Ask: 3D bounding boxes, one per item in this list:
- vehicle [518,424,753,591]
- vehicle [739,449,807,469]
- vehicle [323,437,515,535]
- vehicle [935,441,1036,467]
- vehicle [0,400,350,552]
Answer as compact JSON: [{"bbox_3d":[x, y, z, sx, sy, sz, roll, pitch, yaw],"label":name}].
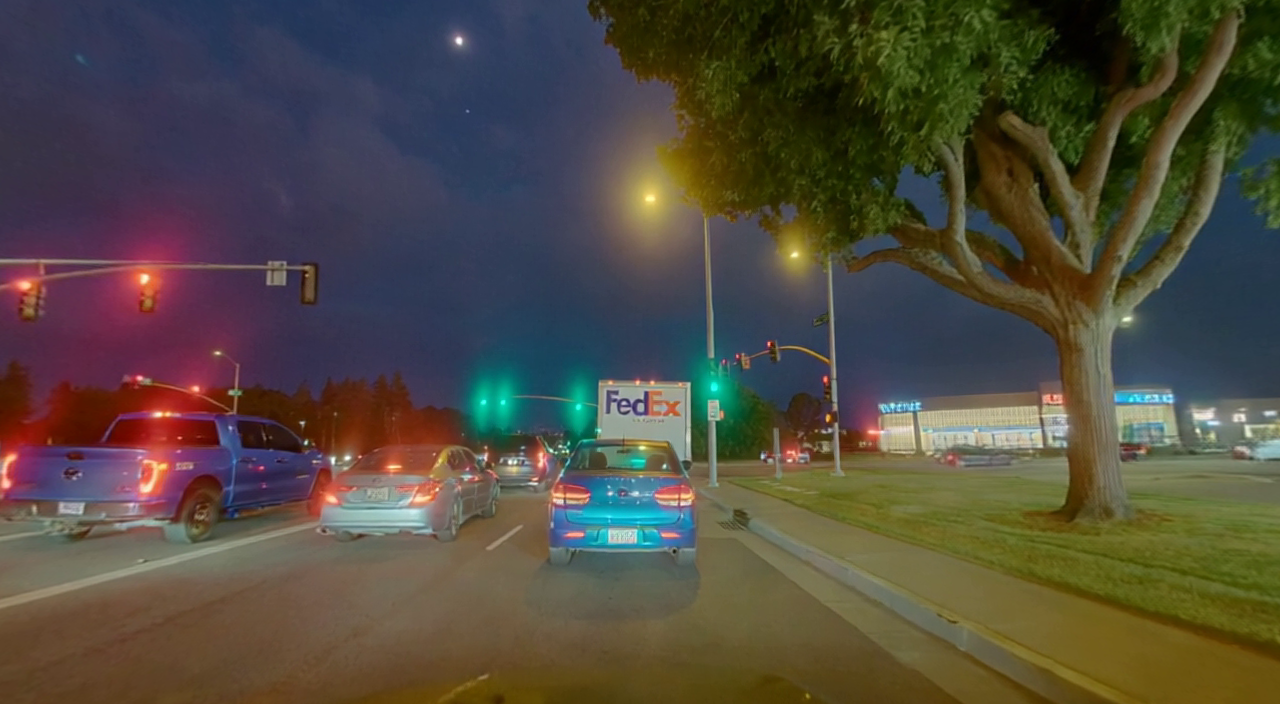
[{"bbox_3d":[-0.043,1.747,7.950,2.145,1.513,4.269,0,-9,0],"label":"vehicle"},{"bbox_3d":[10.283,8.286,48.658,4.841,1.494,1.829,1,-9,-5],"label":"vehicle"},{"bbox_3d":[-3.863,2.395,11.937,1.949,1.487,4.390,0,-9,1],"label":"vehicle"},{"bbox_3d":[20.222,5.989,36.873,4.794,1.481,1.968,0,-8,-3],"label":"vehicle"},{"bbox_3d":[-7.283,1.979,10.743,2.125,1.893,5.498,0,-9,-2],"label":"vehicle"}]
